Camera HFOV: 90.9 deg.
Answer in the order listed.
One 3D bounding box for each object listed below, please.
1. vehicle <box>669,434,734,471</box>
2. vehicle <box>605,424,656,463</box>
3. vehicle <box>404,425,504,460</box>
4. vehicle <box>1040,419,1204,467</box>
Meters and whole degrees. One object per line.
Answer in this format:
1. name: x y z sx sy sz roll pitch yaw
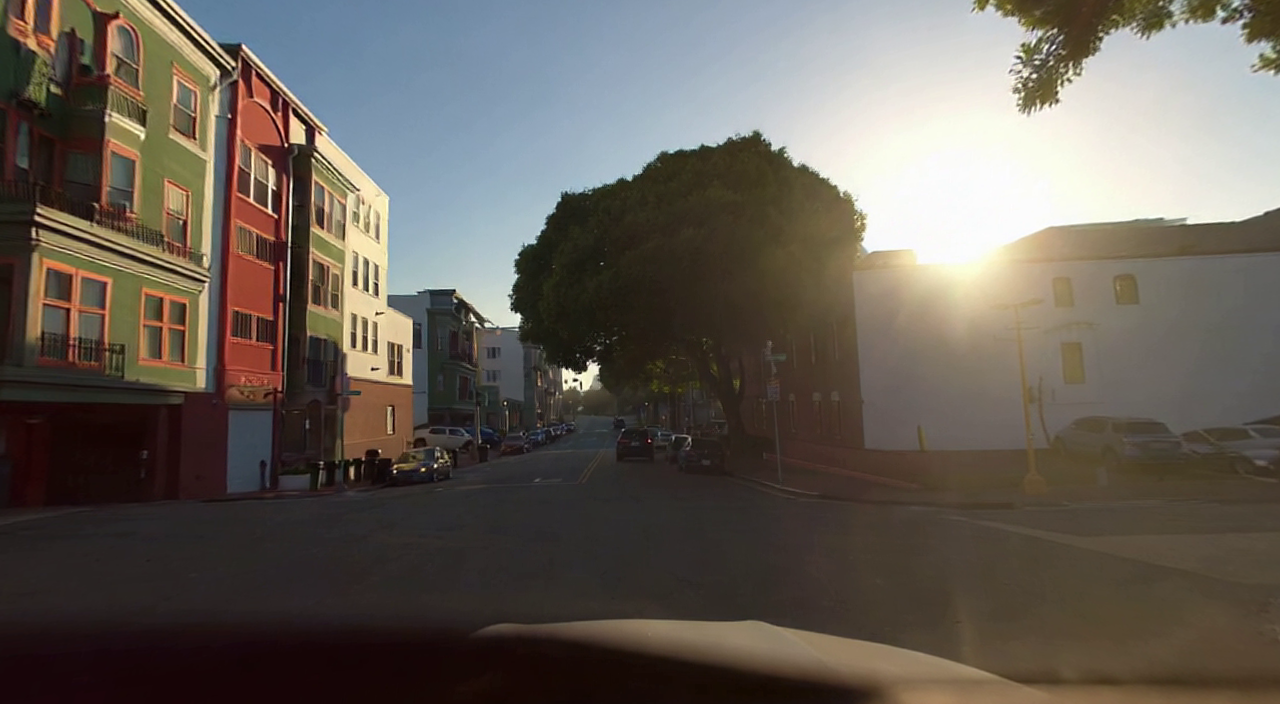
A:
1. vehicle: 2.514 4.303 27.112 2.290 1.456 4.503 0 -9 -1
2. vehicle: -0.501 4.707 32.383 2.412 1.834 4.636 0 -8 -1
3. vehicle: -11.429 5.593 38.878 5.540 1.950 2.113 4 -12 -28
4. vehicle: 15.285 2.920 20.134 3.752 1.453 1.709 0 -9 2
